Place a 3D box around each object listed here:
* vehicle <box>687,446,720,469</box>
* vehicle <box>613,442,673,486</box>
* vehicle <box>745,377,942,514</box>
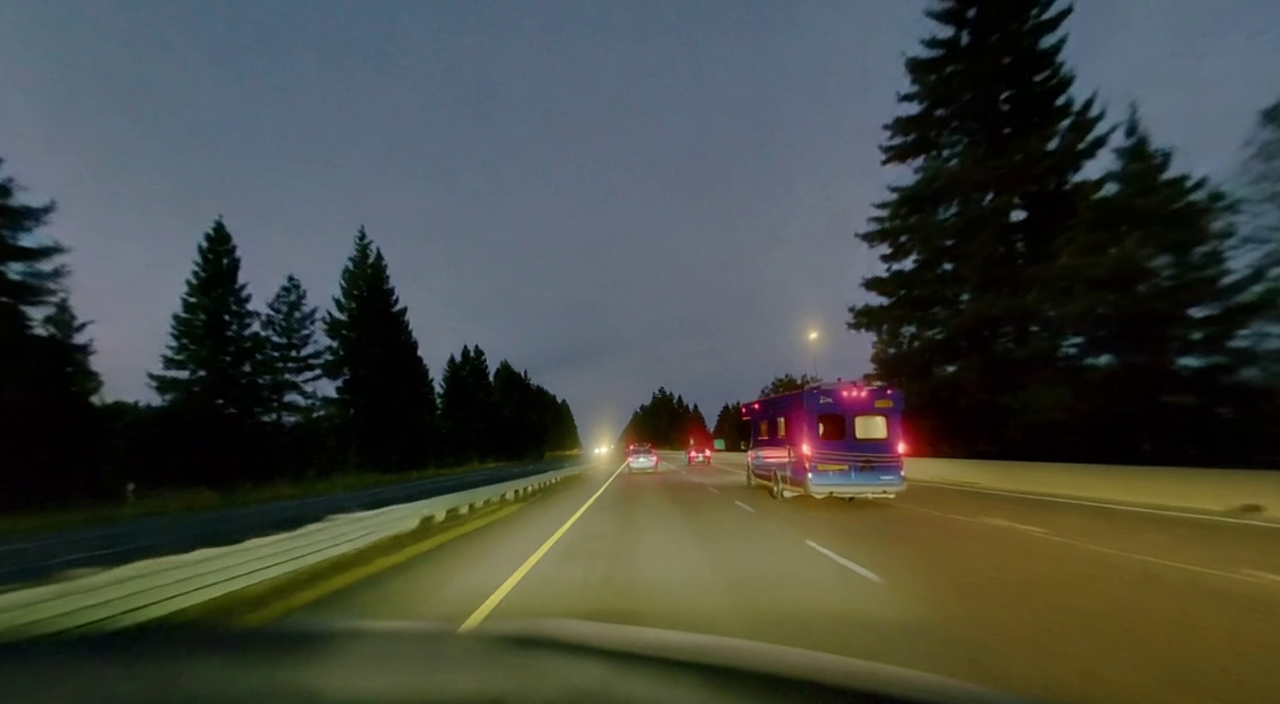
[{"bbox_3d":[4.193,7.061,42.118,1.757,1.459,3.398,0,-9,-1],"label":"vehicle"},{"bbox_3d":[0.069,4.314,24.534,2.120,1.575,4.018,0,-9,-1],"label":"vehicle"},{"bbox_3d":[4.806,2.487,16.662,2.745,2.832,7.035,0,-9,-1],"label":"vehicle"}]
